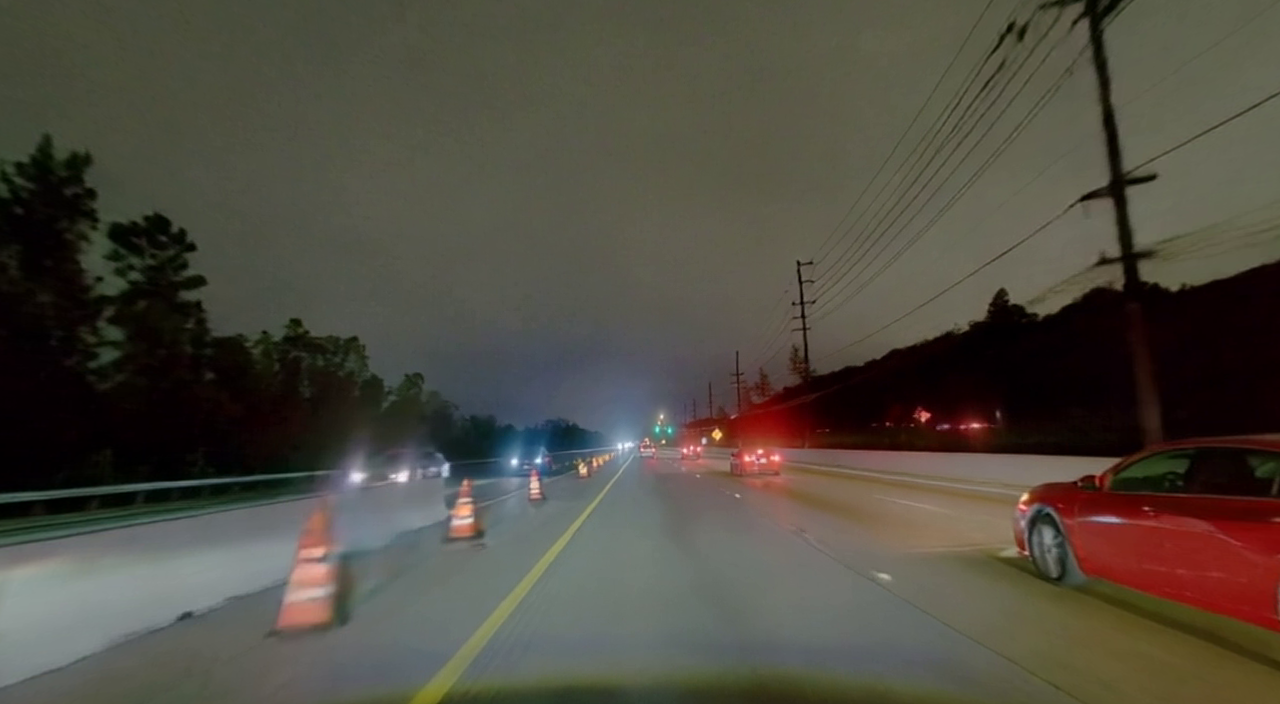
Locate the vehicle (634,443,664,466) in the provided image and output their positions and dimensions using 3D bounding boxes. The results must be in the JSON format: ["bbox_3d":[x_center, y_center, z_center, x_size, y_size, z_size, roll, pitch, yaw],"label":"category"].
[{"bbox_3d":[0.624,7.625,47.190,2.096,1.583,4.150,0,-8,-1],"label":"vehicle"}]

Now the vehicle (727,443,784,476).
[{"bbox_3d":[5.385,5.072,29.967,1.881,1.409,4.016,0,-8,-1],"label":"vehicle"}]

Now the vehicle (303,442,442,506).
[{"bbox_3d":[-7.646,3.492,18.670,1.941,1.594,4.791,0,-8,1],"label":"vehicle"}]

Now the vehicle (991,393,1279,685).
[{"bbox_3d":[4.462,1.077,3.902,1.997,1.568,4.529,0,-8,1],"label":"vehicle"}]

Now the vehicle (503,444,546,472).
[{"bbox_3d":[-7.140,6.545,39.290,1.888,1.605,3.922,0,-8,1],"label":"vehicle"}]
